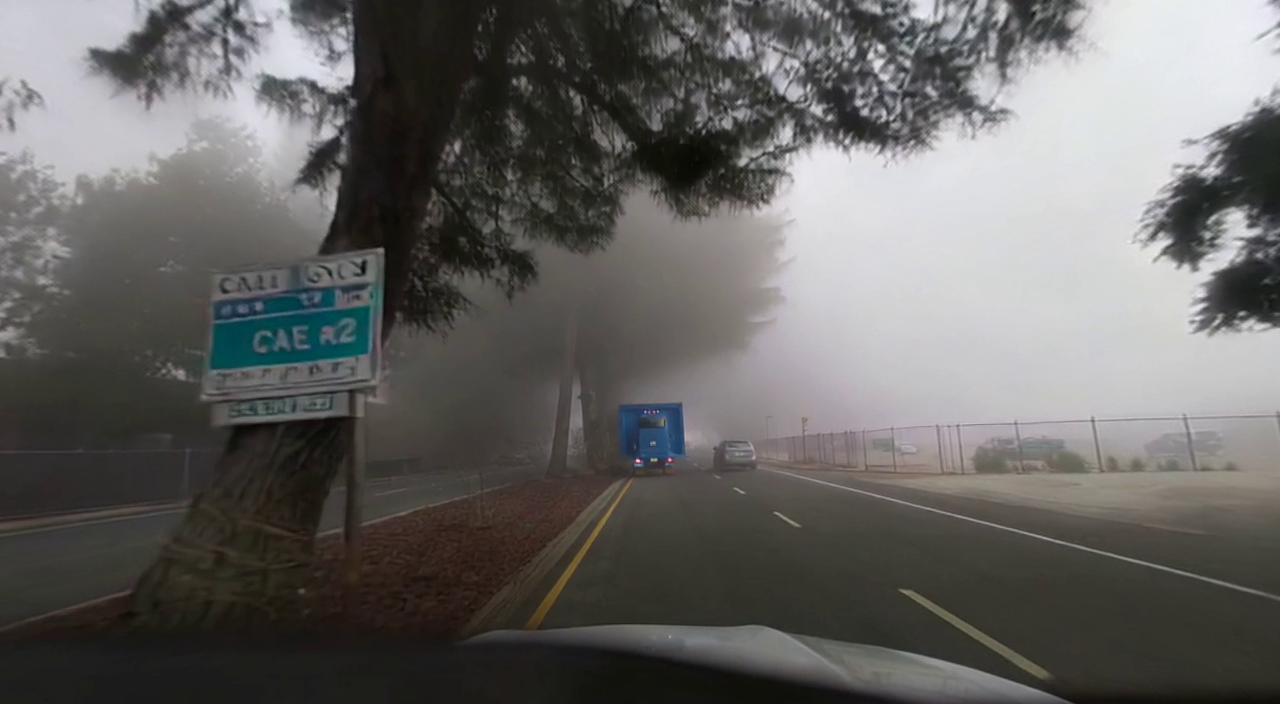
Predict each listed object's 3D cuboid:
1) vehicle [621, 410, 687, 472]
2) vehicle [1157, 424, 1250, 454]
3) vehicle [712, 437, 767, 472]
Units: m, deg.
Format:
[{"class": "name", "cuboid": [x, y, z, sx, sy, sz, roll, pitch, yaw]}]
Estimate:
[{"class": "vehicle", "cuboid": [0.727, 4.839, 34.201, 3.197, 2.963, 7.055, 0, -8, 1]}, {"class": "vehicle", "cuboid": [37.485, 5.866, 42.162, 2.389, 1.806, 5.792, -3, -9, 18]}, {"class": "vehicle", "cuboid": [5.114, 5.329, 32.964, 2.151, 1.662, 4.543, 0, -8, 1]}]
